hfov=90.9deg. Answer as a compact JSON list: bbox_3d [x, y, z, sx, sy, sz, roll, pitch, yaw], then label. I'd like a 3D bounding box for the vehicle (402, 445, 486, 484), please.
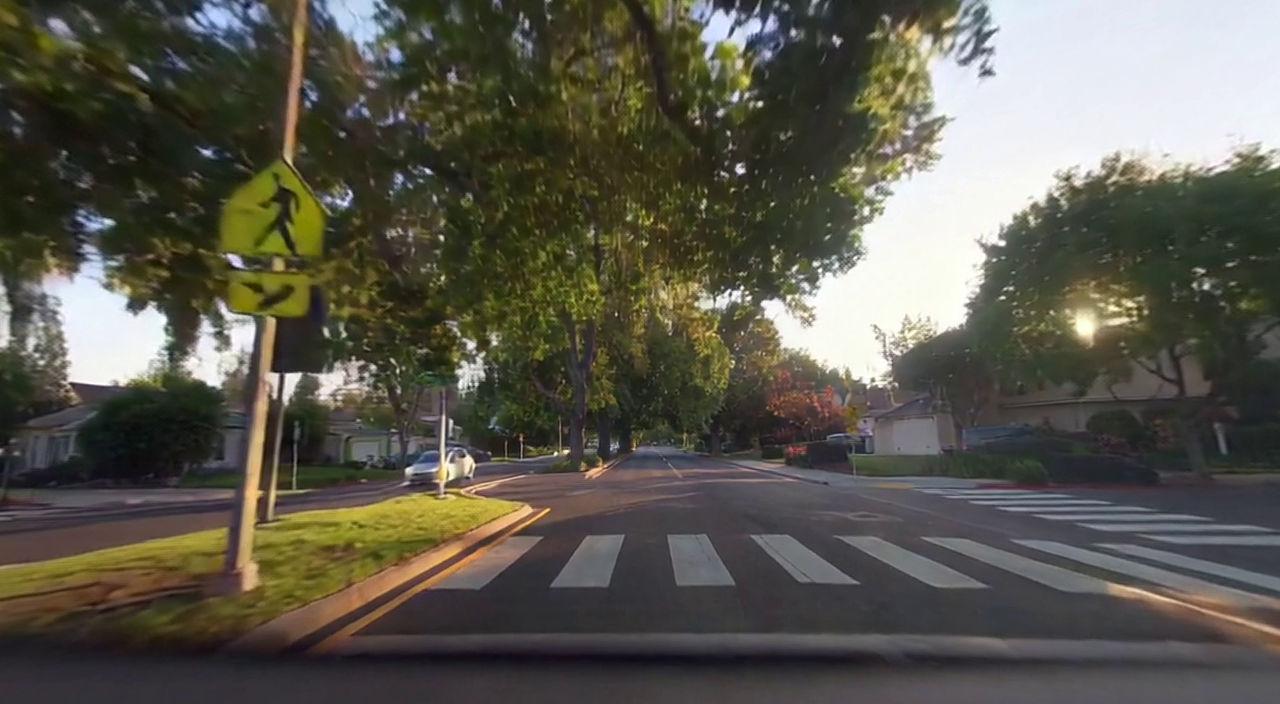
[{"bbox_3d":[-7.941,4.572,26.006,1.900,1.472,4.574,0,-8,1],"label":"vehicle"}]
